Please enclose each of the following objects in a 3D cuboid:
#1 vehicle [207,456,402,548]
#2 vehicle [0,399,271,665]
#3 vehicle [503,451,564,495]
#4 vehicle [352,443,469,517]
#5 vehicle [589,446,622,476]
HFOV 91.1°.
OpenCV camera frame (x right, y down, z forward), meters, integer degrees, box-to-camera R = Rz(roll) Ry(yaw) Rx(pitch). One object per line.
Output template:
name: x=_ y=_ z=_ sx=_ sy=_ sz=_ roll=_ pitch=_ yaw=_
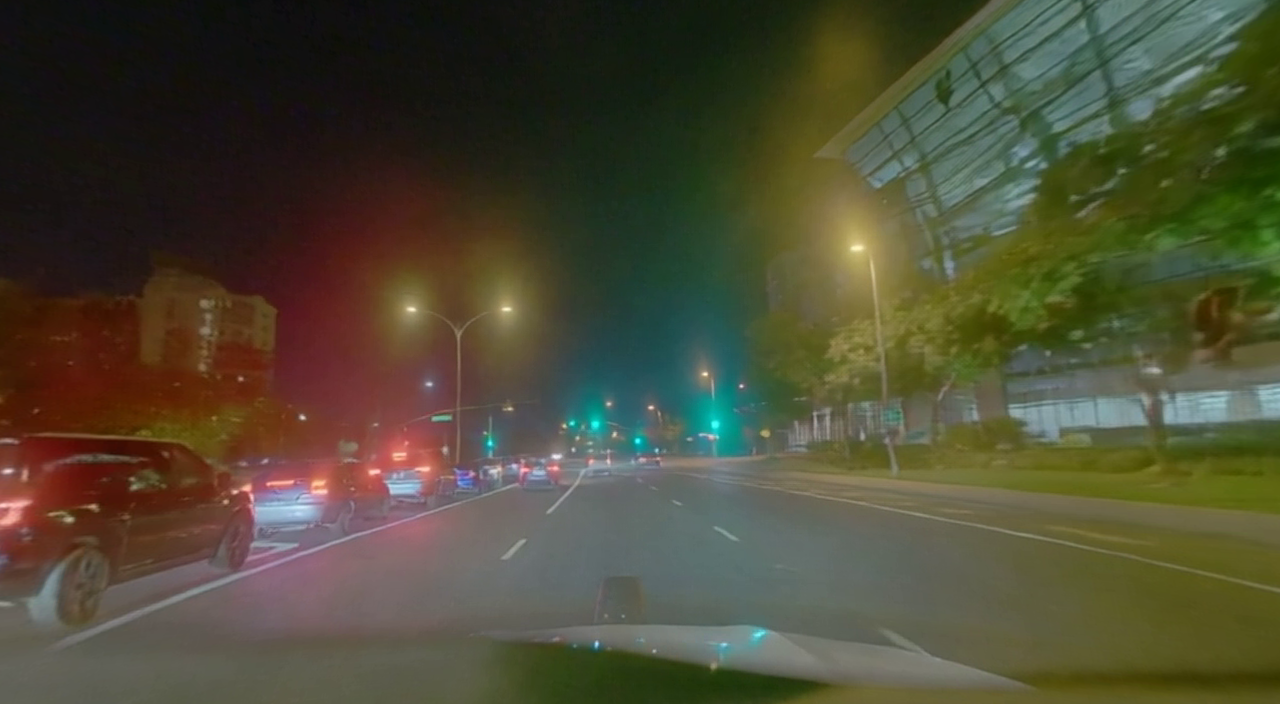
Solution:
vehicle: x=-6.960 y=3.105 z=13.777 sx=1.868 sy=1.514 sz=4.870 roll=0 pitch=-8 yaw=-4
vehicle: x=-6.383 y=1.739 z=7.031 sx=2.142 sy=2.061 sz=4.750 roll=0 pitch=-9 yaw=-8
vehicle: x=-4.267 y=4.849 z=25.622 sx=2.205 sy=1.537 sz=4.895 roll=0 pitch=-8 yaw=-8
vehicle: x=-7.132 y=3.957 z=20.077 sx=2.142 sy=1.834 sz=4.588 roll=-5 pitch=-8 yaw=-3
vehicle: x=-2.341 y=7.350 z=42.677 sx=2.102 sy=1.815 sz=4.716 roll=0 pitch=-8 yaw=-3
